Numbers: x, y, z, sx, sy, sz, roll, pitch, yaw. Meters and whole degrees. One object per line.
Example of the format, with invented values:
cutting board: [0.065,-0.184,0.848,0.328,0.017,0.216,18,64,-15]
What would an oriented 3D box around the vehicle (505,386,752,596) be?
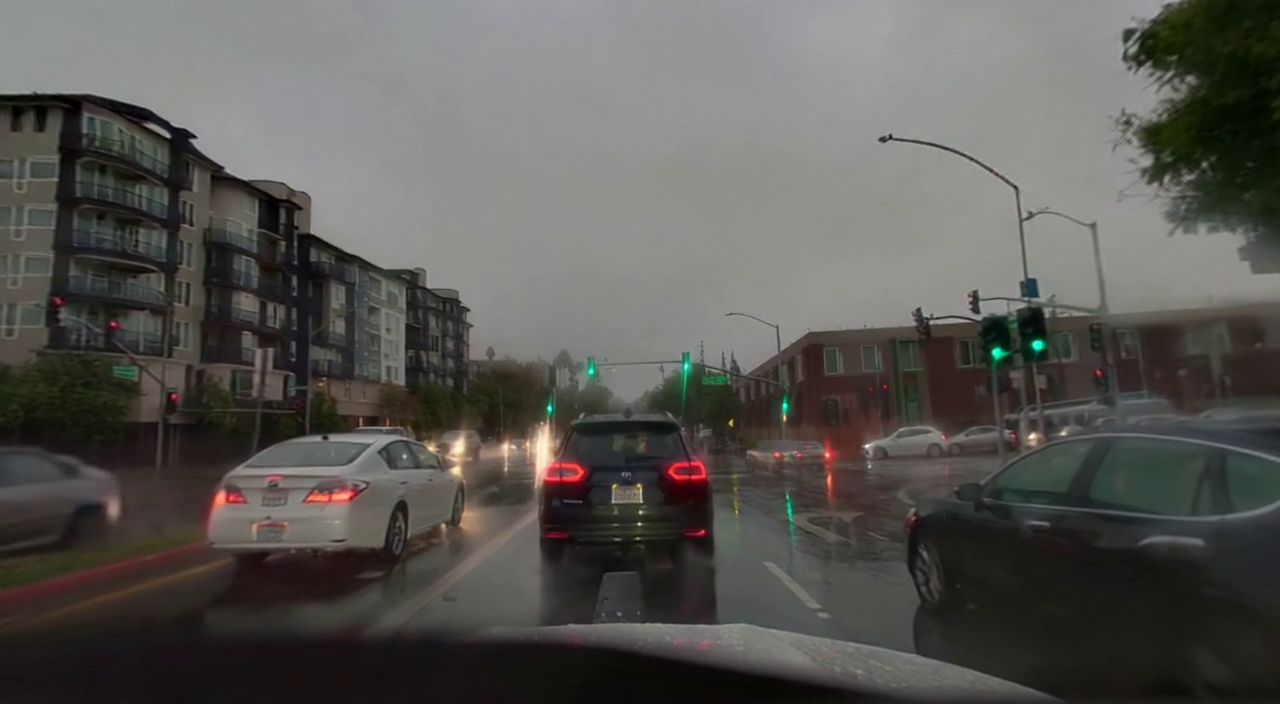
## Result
vehicle: [-0.123,1.620,8.399,2.206,1.858,5.332,0,-8,0]

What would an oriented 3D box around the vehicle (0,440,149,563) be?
vehicle: [-8.810,1.874,8.012,1.927,1.489,4.084,0,-8,-2]

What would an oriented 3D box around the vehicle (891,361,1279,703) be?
vehicle: [3.177,1.006,3.374,1.906,1.608,4.137,0,-8,-1]

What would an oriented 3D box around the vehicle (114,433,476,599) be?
vehicle: [-3.780,1.845,8.208,2.055,1.488,4.733,0,-8,0]
